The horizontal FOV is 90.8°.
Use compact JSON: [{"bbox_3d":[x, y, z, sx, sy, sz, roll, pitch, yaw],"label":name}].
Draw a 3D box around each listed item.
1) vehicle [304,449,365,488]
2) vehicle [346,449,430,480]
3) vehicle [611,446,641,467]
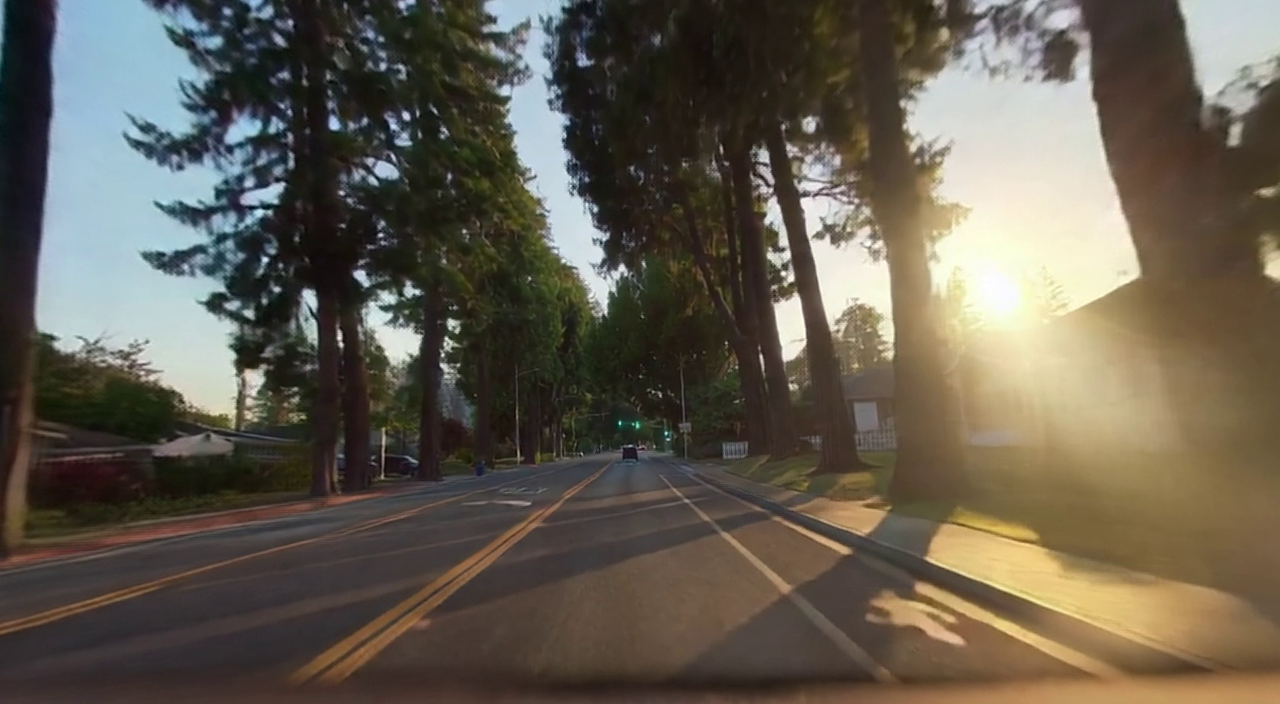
[{"bbox_3d":[-16.824,6.355,35.115,2.378,1.922,5.801,3,-9,-20],"label":"vehicle"},{"bbox_3d":[-16.261,7.266,40.931,2.043,1.803,4.631,-11,-13,37],"label":"vehicle"},{"bbox_3d":[-1.010,7.638,46.327,2.104,1.500,3.815,1,-9,-2],"label":"vehicle"}]
